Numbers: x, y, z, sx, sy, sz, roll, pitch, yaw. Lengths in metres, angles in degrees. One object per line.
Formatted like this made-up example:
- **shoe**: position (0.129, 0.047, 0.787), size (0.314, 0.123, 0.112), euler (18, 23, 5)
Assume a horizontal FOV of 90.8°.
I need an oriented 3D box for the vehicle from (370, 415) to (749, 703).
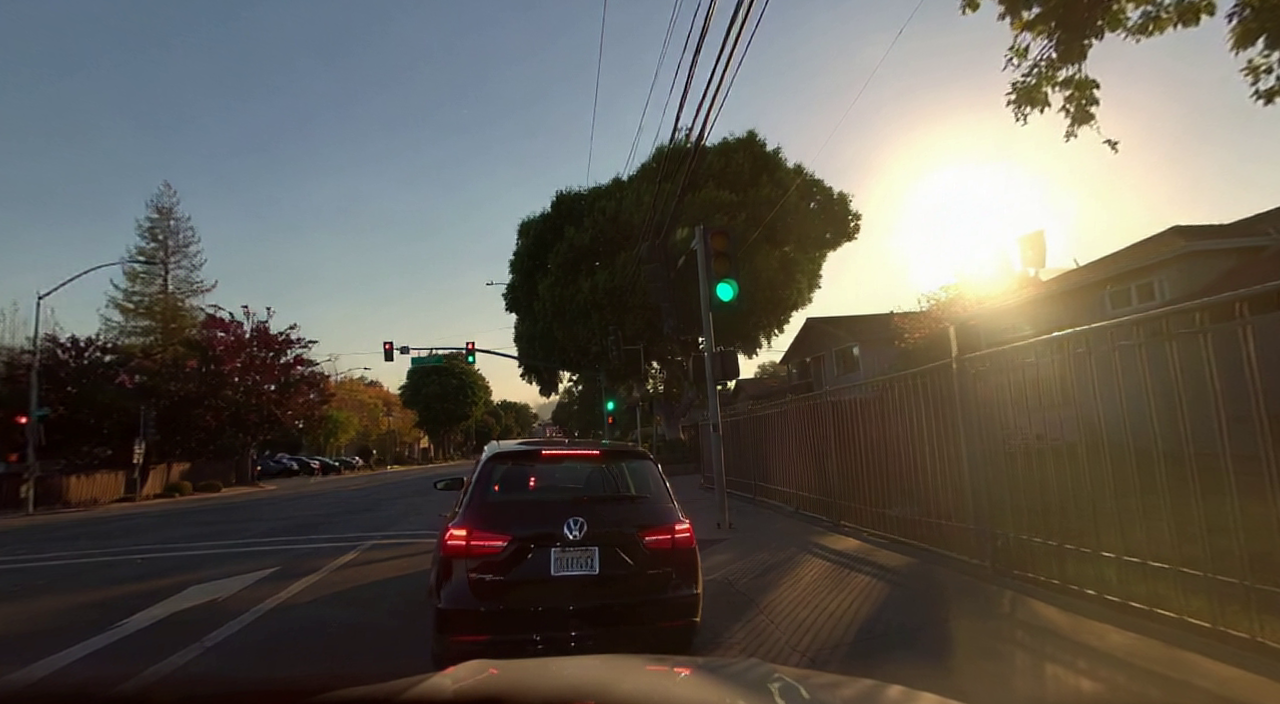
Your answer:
- **vehicle**: position (-0.678, 1.377, 5.315), size (2.024, 1.502, 3.702), euler (1, -9, -9)
